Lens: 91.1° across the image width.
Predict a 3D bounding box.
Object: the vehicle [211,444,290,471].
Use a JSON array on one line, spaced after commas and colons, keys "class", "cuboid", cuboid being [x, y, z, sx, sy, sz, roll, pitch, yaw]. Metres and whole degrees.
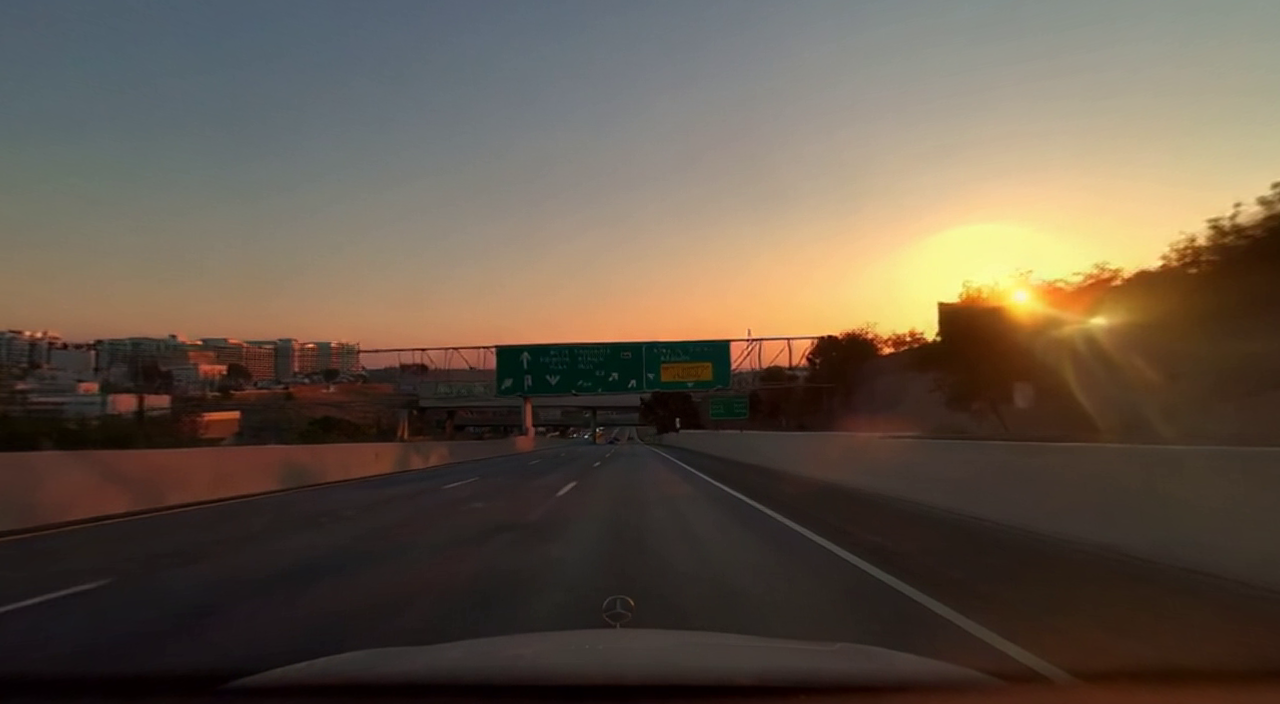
[{"class": "vehicle", "cuboid": [-23.861, 6.447, 38.697, 1.910, 1.536, 4.502, 0, -8, 1]}]
